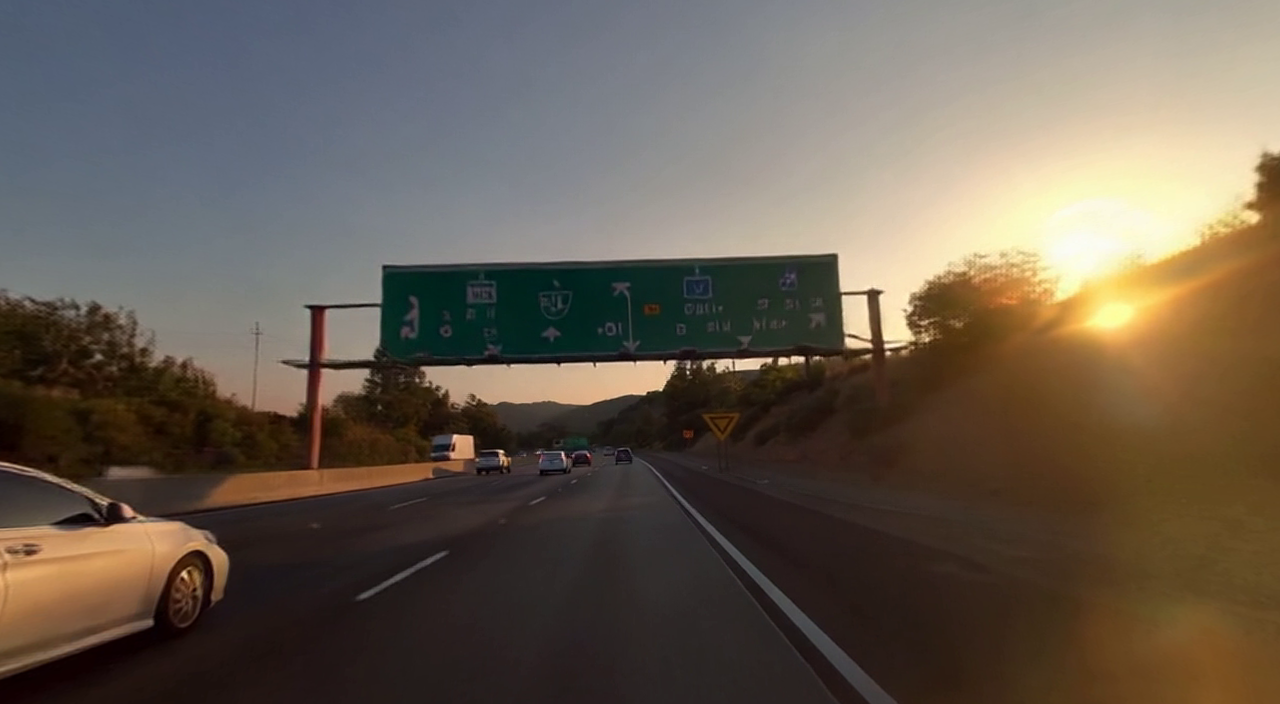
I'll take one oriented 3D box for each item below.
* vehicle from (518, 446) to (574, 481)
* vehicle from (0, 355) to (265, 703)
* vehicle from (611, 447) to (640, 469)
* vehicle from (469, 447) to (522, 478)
[{"bbox_3d":[-4.250,5.115,28.954,1.988,1.477,4.118,0,-9,0],"label":"vehicle"},{"bbox_3d":[-4.036,0.872,2.642,2.074,1.779,4.588,0,-9,-1],"label":"vehicle"},{"bbox_3d":[-1.048,7.636,45.381,2.023,1.479,3.718,0,-9,-1],"label":"vehicle"},{"bbox_3d":[-7.715,5.922,33.812,1.936,1.516,3.904,0,-9,0],"label":"vehicle"}]
